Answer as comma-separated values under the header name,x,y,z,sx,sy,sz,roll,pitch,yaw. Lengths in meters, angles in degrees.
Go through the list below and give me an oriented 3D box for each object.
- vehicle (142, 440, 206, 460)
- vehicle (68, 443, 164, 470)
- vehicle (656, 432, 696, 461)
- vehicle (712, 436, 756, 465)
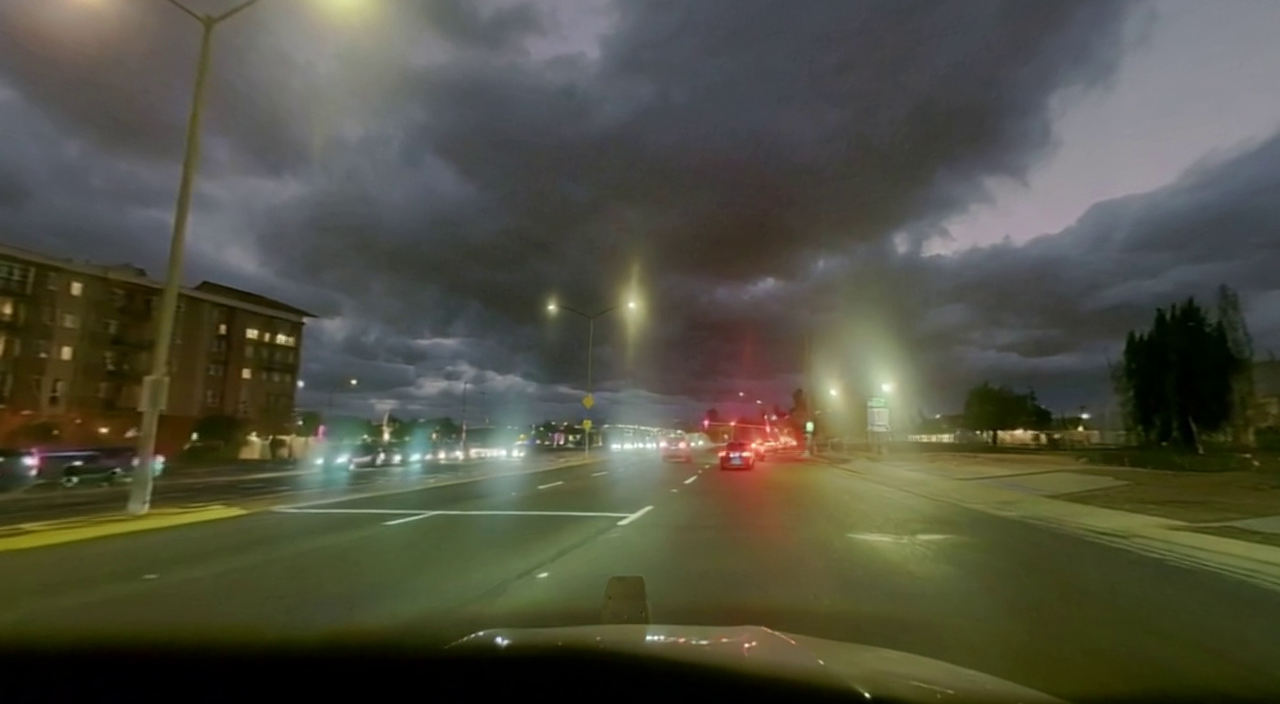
name,x,y,z,sx,sy,sz,roll,pitch,yaw
vehicle,-35.615,7.487,48.220,3.833,1.487,1.764,-2,-9,13
vehicle,-30.784,6.097,37.023,4.431,1.510,1.947,-2,-9,13
vehicle,2.310,5.901,39.331,2.031,1.692,4.284,-1,-8,9
vehicle,5.002,5.317,34.093,2.041,1.444,4.710,-1,-8,4
